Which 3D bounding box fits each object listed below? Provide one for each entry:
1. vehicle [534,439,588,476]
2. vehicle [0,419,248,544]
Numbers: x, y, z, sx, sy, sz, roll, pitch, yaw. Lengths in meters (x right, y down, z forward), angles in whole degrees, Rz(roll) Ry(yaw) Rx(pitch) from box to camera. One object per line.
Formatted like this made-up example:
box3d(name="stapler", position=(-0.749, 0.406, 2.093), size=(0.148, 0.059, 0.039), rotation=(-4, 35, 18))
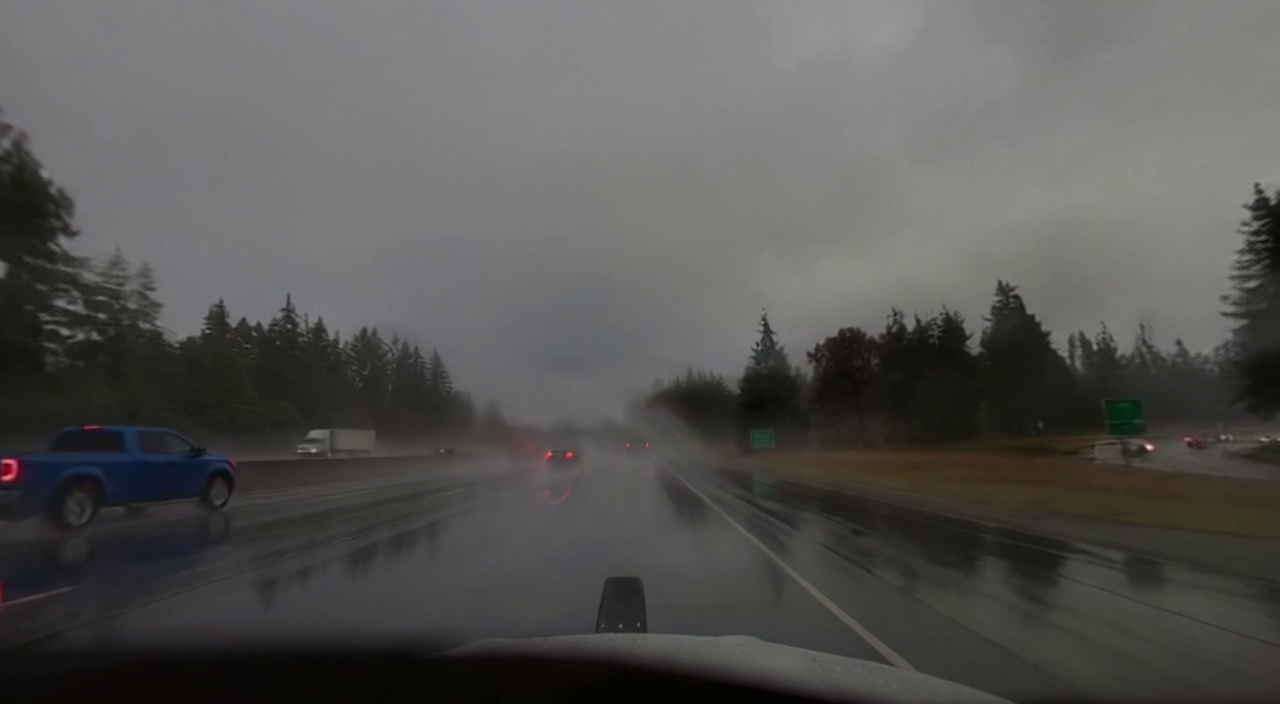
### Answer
box3d(name="vehicle", position=(-3.900, 5.278, 31.671), size=(2.094, 1.695, 4.260), rotation=(0, -9, 1))
box3d(name="vehicle", position=(-10.172, 2.268, 11.775), size=(2.146, 1.764, 5.510), rotation=(0, -9, -1))
